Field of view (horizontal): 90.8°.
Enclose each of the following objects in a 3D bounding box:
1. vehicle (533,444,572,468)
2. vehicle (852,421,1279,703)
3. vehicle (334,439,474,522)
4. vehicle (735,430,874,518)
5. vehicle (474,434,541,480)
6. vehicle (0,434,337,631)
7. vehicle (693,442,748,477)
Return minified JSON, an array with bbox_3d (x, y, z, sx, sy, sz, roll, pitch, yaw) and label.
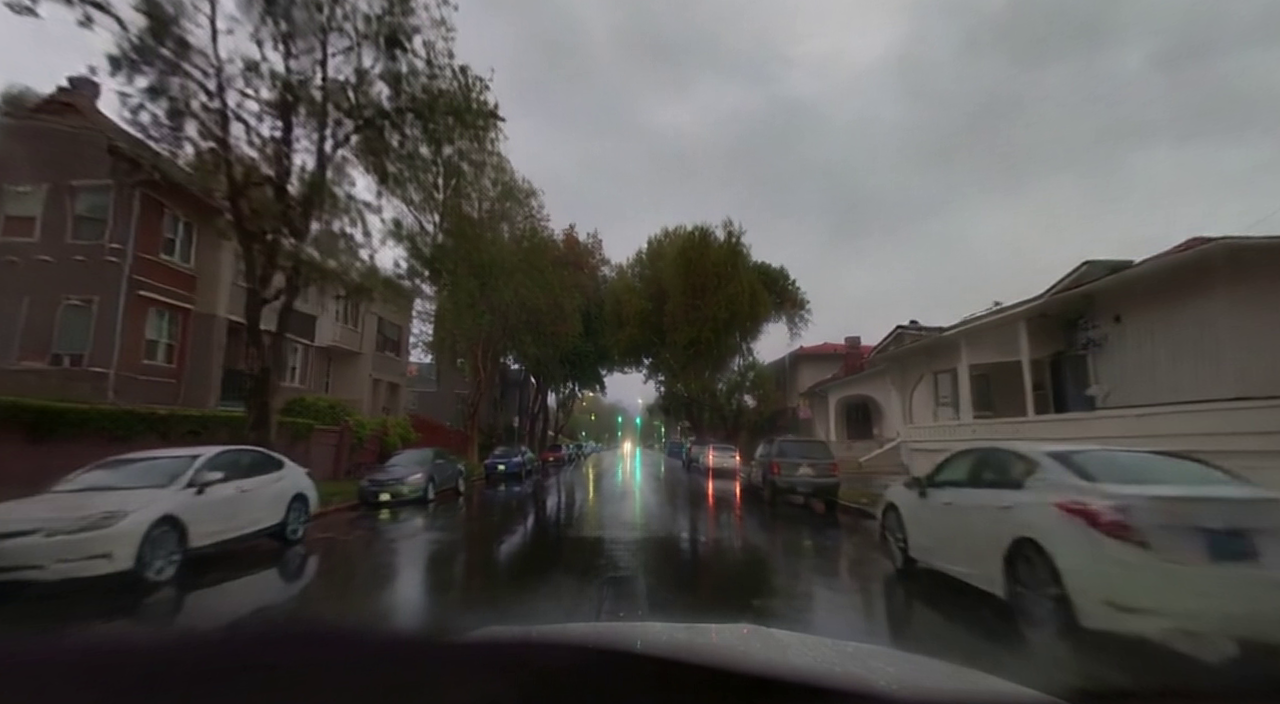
[{"bbox_3d":[-5.831,6.950,42.518,1.998,1.485,4.476,0,-9,0],"label":"vehicle"},{"bbox_3d":[3.485,1.388,5.065,1.881,1.482,4.531,0,-9,-2],"label":"vehicle"},{"bbox_3d":[-5.893,3.183,16.396,1.901,1.475,4.425,-5,-5,0],"label":"vehicle"},{"bbox_3d":[3.479,2.667,14.336,1.950,1.647,4.425,0,-9,0],"label":"vehicle"},{"bbox_3d":[-5.984,4.813,29.038,2.106,1.760,4.573,-4,-9,-2],"label":"vehicle"},{"bbox_3d":[-5.772,1.859,7.657,1.947,1.551,4.552,-4,-7,1],"label":"vehicle"},{"bbox_3d":[3.658,4.981,29.570,1.968,1.505,4.368,0,-9,0],"label":"vehicle"}]
